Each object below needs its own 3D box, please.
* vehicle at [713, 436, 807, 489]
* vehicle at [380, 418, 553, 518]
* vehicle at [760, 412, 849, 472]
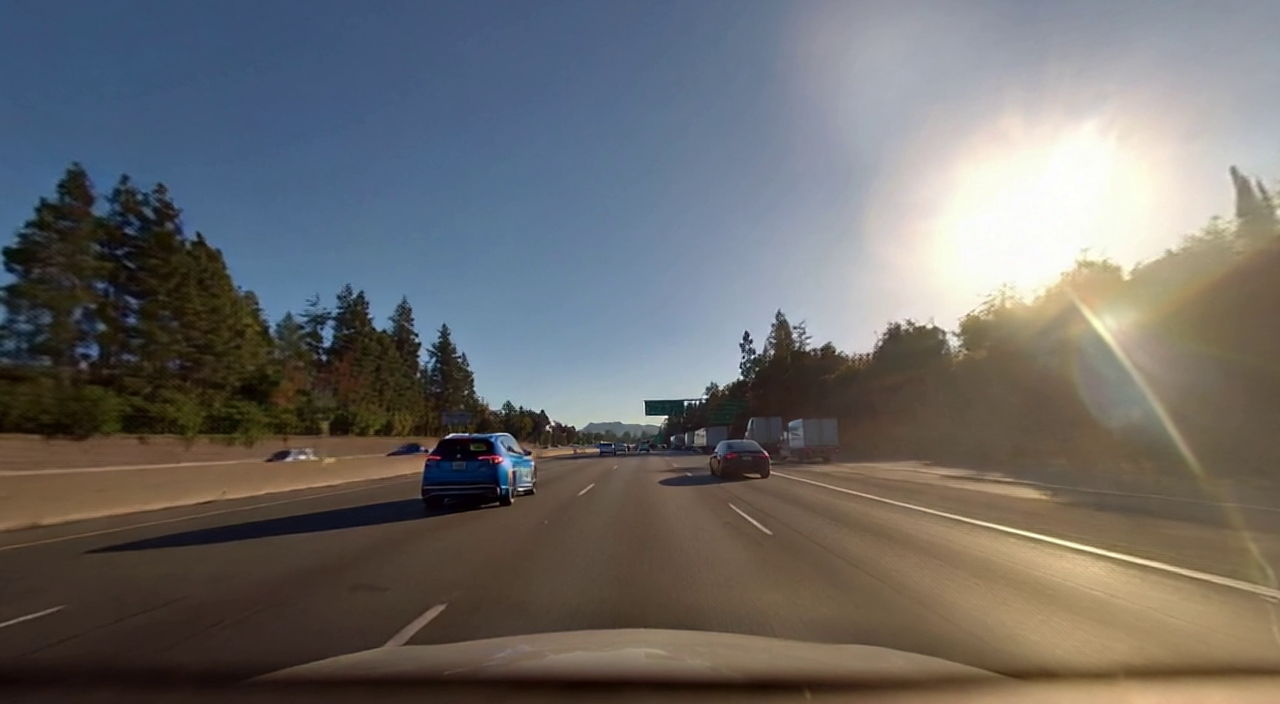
[{"bbox_3d":[3.700,3.526,20.420,2.080,1.493,4.674,0,-9,0],"label":"vehicle"},{"bbox_3d":[-3.484,2.482,13.998,2.218,1.764,5.229,0,-9,2],"label":"vehicle"},{"bbox_3d":[7.730,4.346,30.288,2.729,2.628,4.875,0,-9,-2],"label":"vehicle"}]
